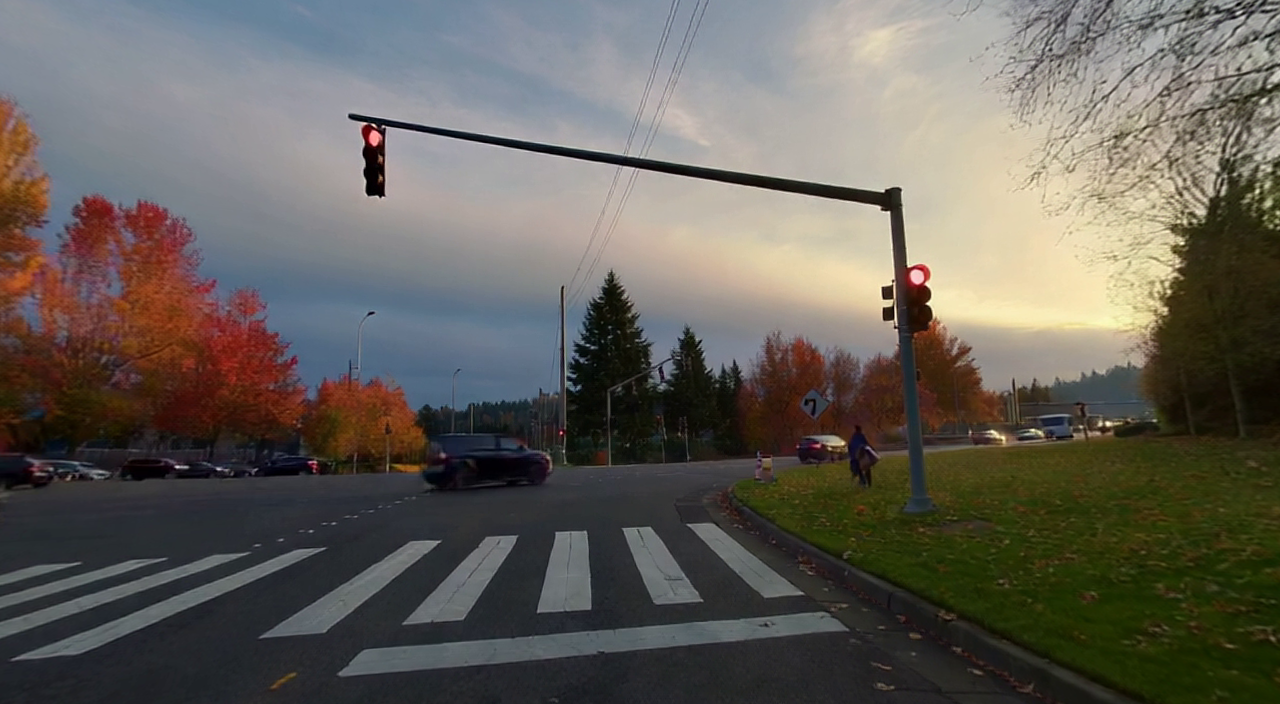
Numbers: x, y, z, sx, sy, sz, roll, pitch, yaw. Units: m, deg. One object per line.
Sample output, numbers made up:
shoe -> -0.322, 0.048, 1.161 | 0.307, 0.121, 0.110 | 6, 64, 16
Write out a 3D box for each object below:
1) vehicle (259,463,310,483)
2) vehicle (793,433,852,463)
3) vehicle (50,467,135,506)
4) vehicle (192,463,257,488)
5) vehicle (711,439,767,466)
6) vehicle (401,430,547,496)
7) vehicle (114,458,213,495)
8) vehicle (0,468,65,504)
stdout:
vehicle -> -28.133, 9.582, 49.741 | 1.776, 1.452, 3.920 | 0, -9, 0
vehicle -> 11.879, 6.233, 40.689 | 1.988, 1.853, 4.314 | -8, -11, 40
vehicle -> -25.399, 6.220, 29.260 | 1.694, 1.528, 4.225 | 3, -9, -23
vehicle -> -28.540, 8.482, 43.181 | 1.768, 1.465, 3.972 | 0, -9, -1
vehicle -> 6.991, 7.014, 43.915 | 1.867, 1.743, 4.259 | -8, -11, 39
vehicle -> -5.370, 3.617, 20.756 | 1.942, 1.920, 4.263 | -8, -11, 39
vehicle -> -27.830, 7.269, 36.893 | 2.064, 1.913, 5.081 | 0, -9, -4
vehicle -> -30.327, 6.455, 30.341 | 1.800, 1.520, 3.968 | 2, -9, -13
